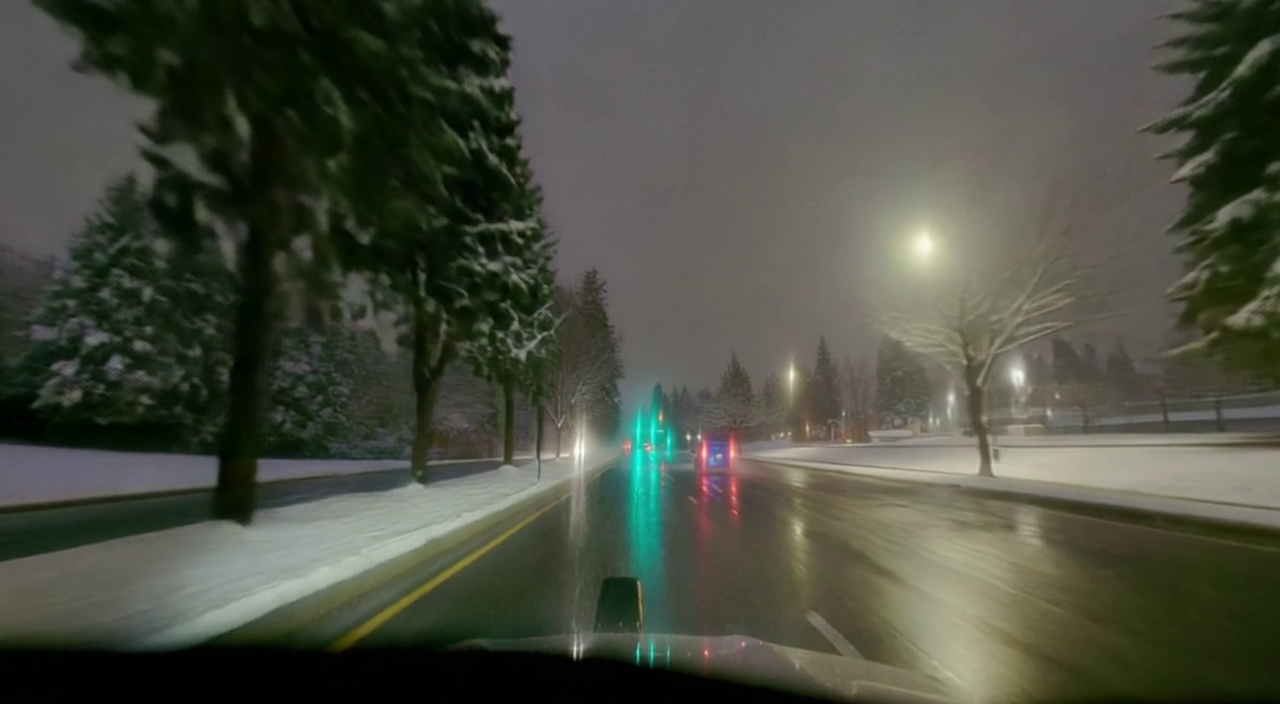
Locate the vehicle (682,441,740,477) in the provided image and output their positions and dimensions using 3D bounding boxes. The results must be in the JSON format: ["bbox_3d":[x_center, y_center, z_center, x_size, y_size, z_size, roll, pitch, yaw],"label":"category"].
[{"bbox_3d":[3.110,4.792,28.561,2.056,1.483,4.091,0,-8,-1],"label":"vehicle"}]
